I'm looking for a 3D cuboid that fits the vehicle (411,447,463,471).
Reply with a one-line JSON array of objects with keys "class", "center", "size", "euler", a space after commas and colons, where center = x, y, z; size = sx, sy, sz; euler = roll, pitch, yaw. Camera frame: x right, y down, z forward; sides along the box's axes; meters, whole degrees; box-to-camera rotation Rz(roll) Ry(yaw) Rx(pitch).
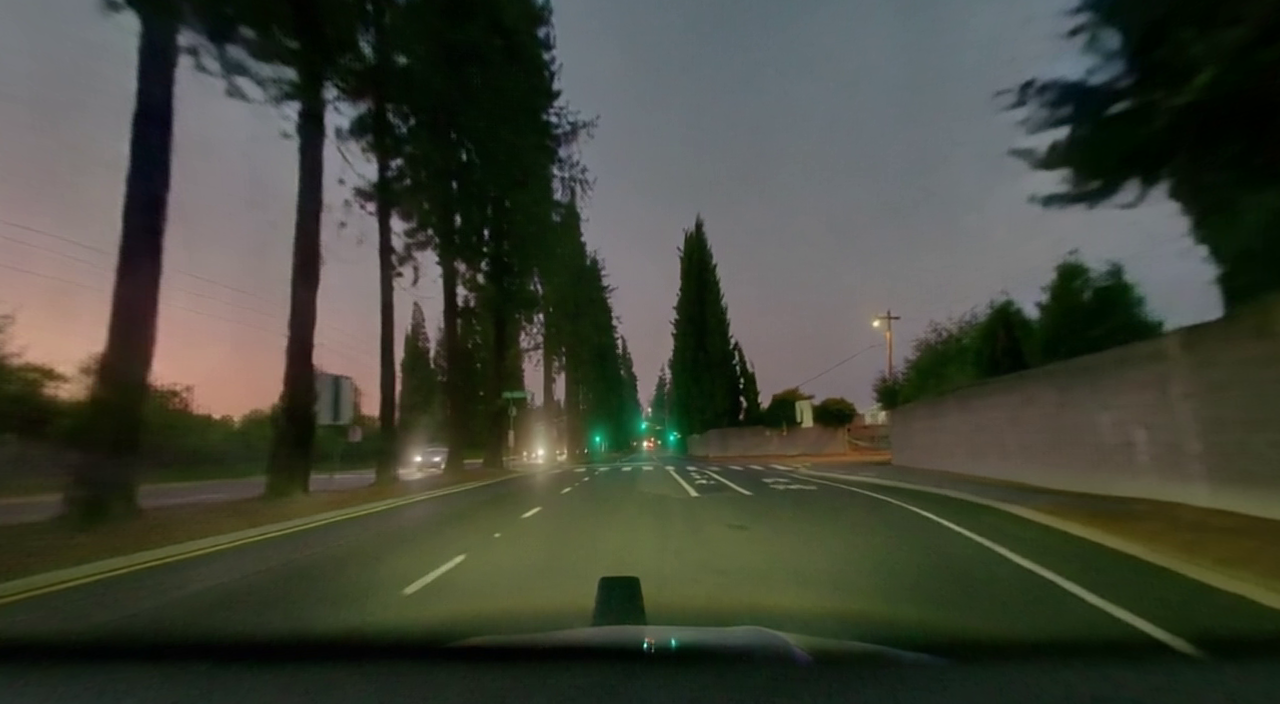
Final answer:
[{"class": "vehicle", "center": [-13.511, 7.129, 42.232], "size": [1.883, 1.484, 4.464], "euler": [0, -8, 1]}]
